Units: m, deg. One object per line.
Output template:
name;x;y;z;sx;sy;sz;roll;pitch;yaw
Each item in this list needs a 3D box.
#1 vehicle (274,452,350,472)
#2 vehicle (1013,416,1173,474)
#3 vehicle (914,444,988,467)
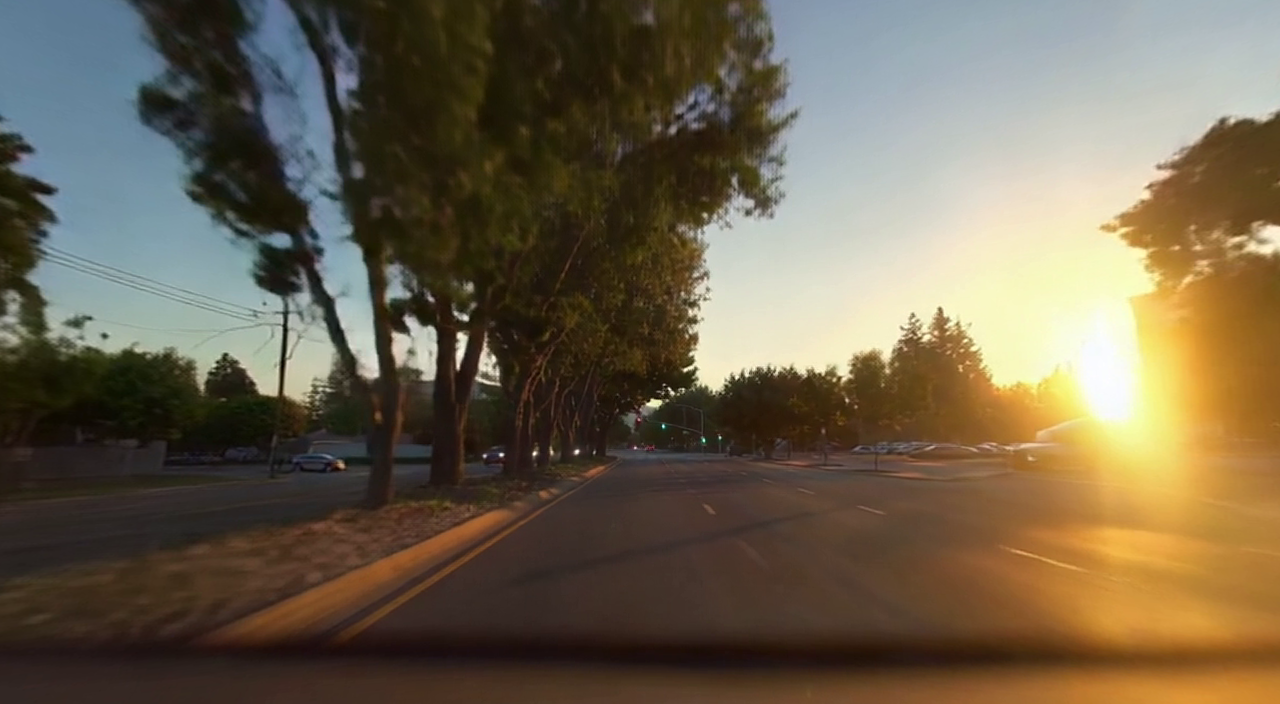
vehicle;-25.064;8.381;48.262;4.663;1.464;1.906;0;-8;-1
vehicle;21.732;4.491;30.512;5.506;2.643;2.681;-1;-8;3
vehicle;21.748;7.242;44.192;4.176;1.490;1.871;0;-8;-2
